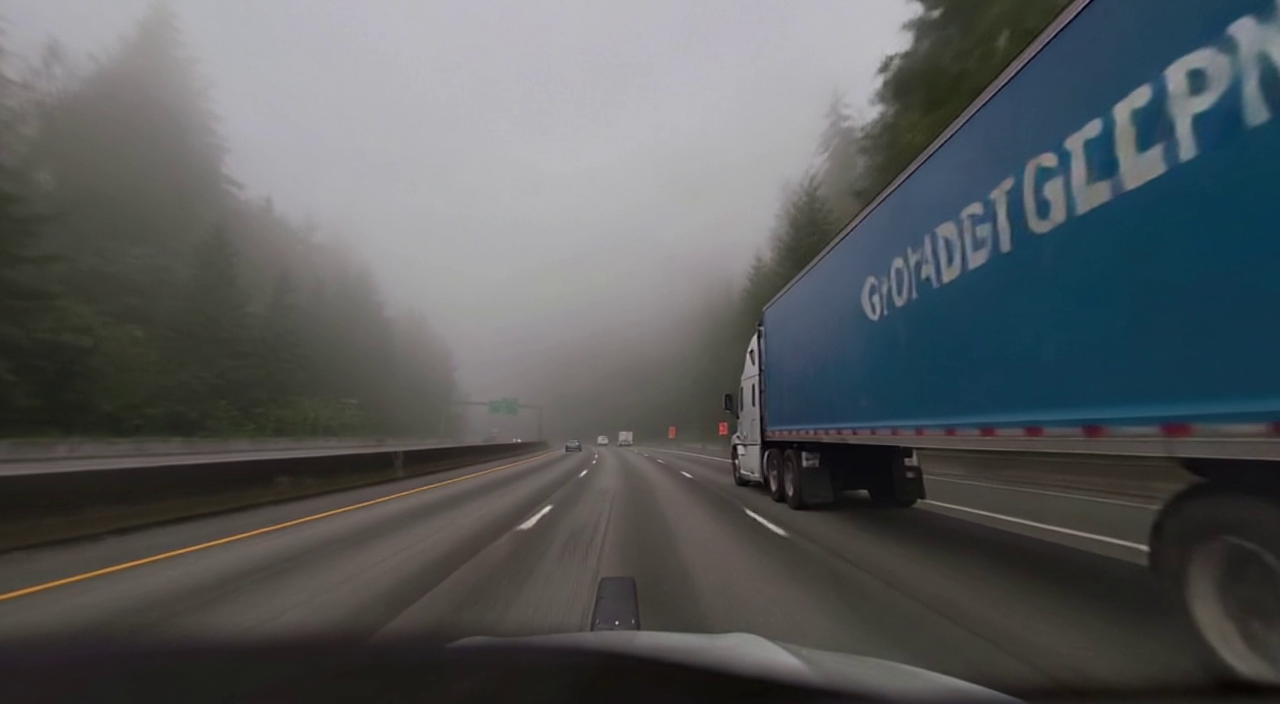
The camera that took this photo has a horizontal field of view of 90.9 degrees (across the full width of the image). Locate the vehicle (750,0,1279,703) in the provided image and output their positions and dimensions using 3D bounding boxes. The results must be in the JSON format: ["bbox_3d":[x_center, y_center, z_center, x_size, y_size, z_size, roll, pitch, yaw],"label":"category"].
[{"bbox_3d":[3.960,0.187,6.440,2.910,4.051,14.278,0,-8,-1],"label":"vehicle"}]
